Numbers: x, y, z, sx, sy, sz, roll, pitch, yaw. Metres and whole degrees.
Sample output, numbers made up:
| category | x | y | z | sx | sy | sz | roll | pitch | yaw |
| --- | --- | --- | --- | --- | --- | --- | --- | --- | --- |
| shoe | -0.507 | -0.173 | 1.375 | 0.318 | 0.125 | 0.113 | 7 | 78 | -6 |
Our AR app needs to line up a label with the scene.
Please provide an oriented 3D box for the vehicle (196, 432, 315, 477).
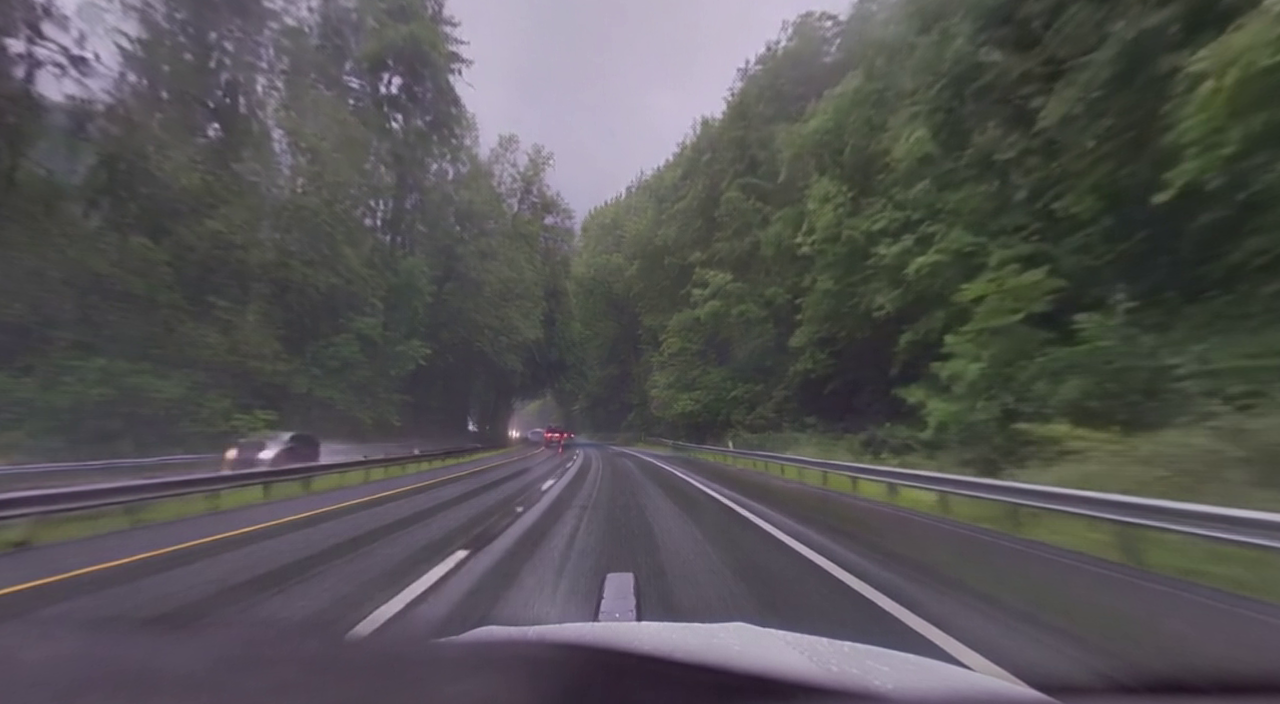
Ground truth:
| category | x | y | z | sx | sy | sz | roll | pitch | yaw |
| --- | --- | --- | --- | --- | --- | --- | --- | --- | --- |
| vehicle | -15.008 | 4.004 | 24.935 | 2.206 | 1.596 | 4.262 | 0 | -8 | -4 |
